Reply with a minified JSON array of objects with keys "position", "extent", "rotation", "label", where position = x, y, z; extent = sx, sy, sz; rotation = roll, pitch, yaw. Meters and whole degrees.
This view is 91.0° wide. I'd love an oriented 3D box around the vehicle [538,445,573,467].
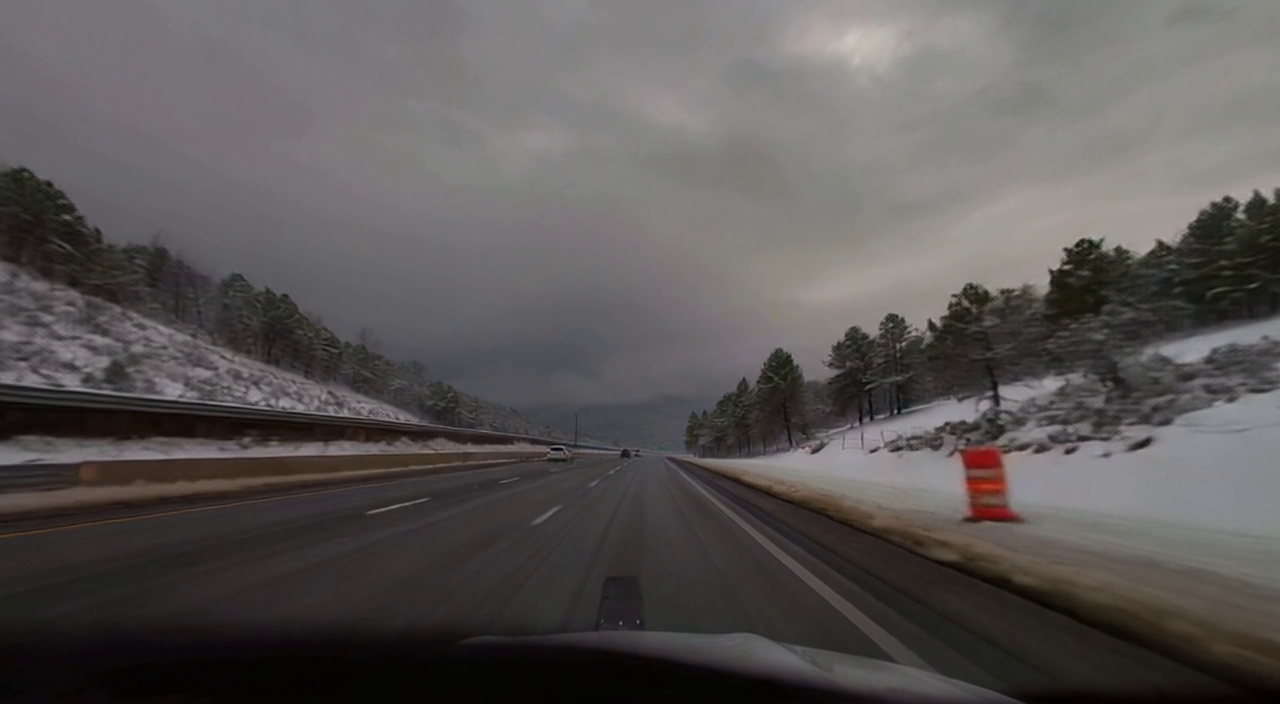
[{"position":[-6.452,8.005,48.426],"extent":[2.042,1.585,4.162],"rotation":[0,-9,1],"label":"vehicle"}]
